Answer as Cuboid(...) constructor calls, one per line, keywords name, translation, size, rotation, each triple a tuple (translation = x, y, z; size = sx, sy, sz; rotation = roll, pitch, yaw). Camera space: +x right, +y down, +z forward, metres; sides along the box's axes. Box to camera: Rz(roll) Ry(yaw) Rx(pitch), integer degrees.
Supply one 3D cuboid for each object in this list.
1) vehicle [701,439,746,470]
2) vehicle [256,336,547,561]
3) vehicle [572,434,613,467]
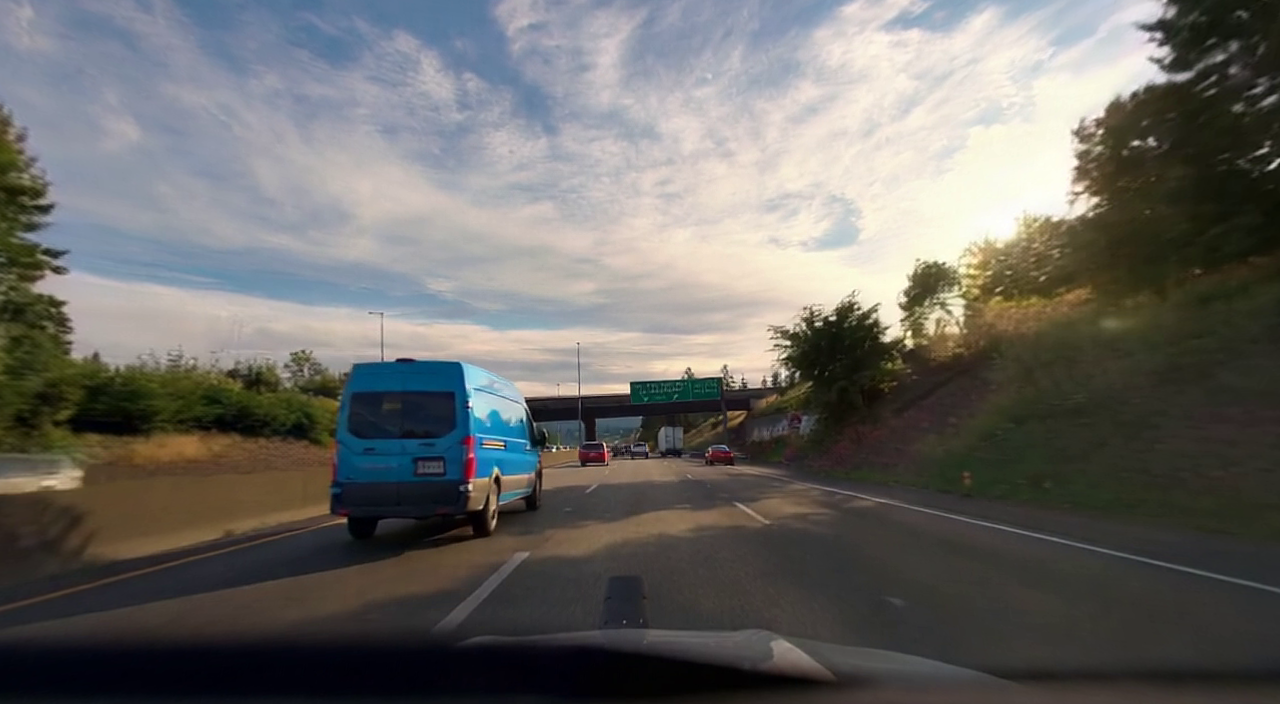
Cuboid(name="vehicle", translation=(4.706, 5.883, 36.164), size=(1.936, 1.664, 4.198), rotation=(0, -9, -1))
Cuboid(name="vehicle", translation=(-3.205, 1.558, 10.347), size=(2.451, 2.627, 5.868), rotation=(0, -9, 0))
Cuboid(name="vehicle", translation=(-3.078, 6.605, 42.172), size=(2.334, 2.051, 4.900), rotation=(0, -9, 1))
